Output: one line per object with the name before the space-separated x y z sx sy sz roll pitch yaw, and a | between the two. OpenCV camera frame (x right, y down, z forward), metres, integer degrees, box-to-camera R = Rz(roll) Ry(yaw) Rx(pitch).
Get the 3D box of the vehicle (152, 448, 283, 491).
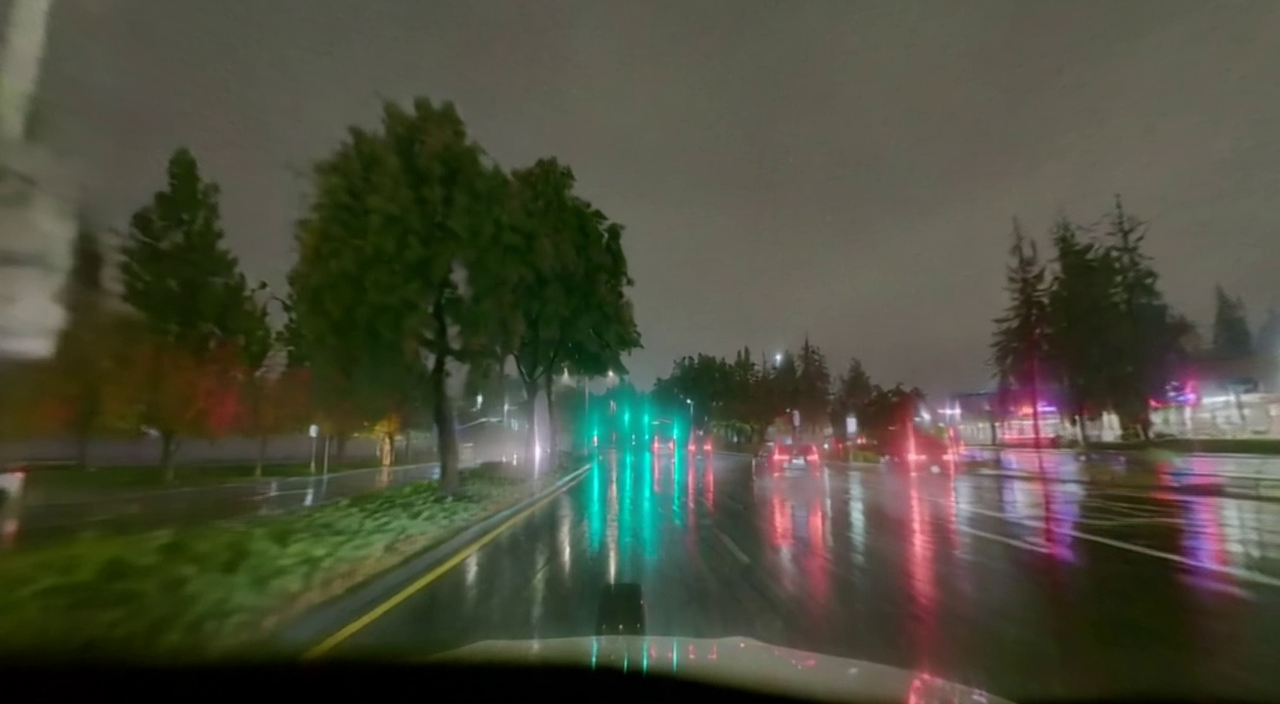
vehicle | -16.206 4.493 24.571 1.961 1.480 4.520 0 -8 0
